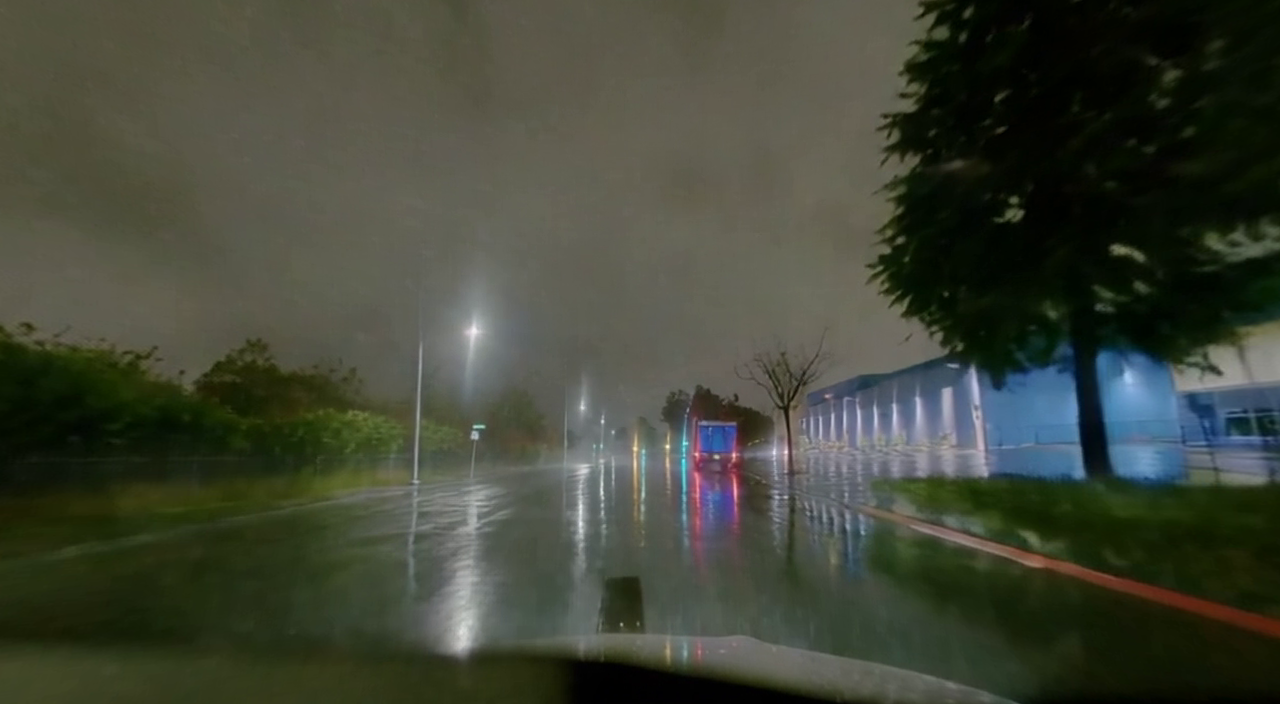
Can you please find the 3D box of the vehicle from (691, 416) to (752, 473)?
[{"bbox_3d":[4.953,5.797,39.627,3.019,3.303,6.252,0,-8,0],"label":"vehicle"}]
